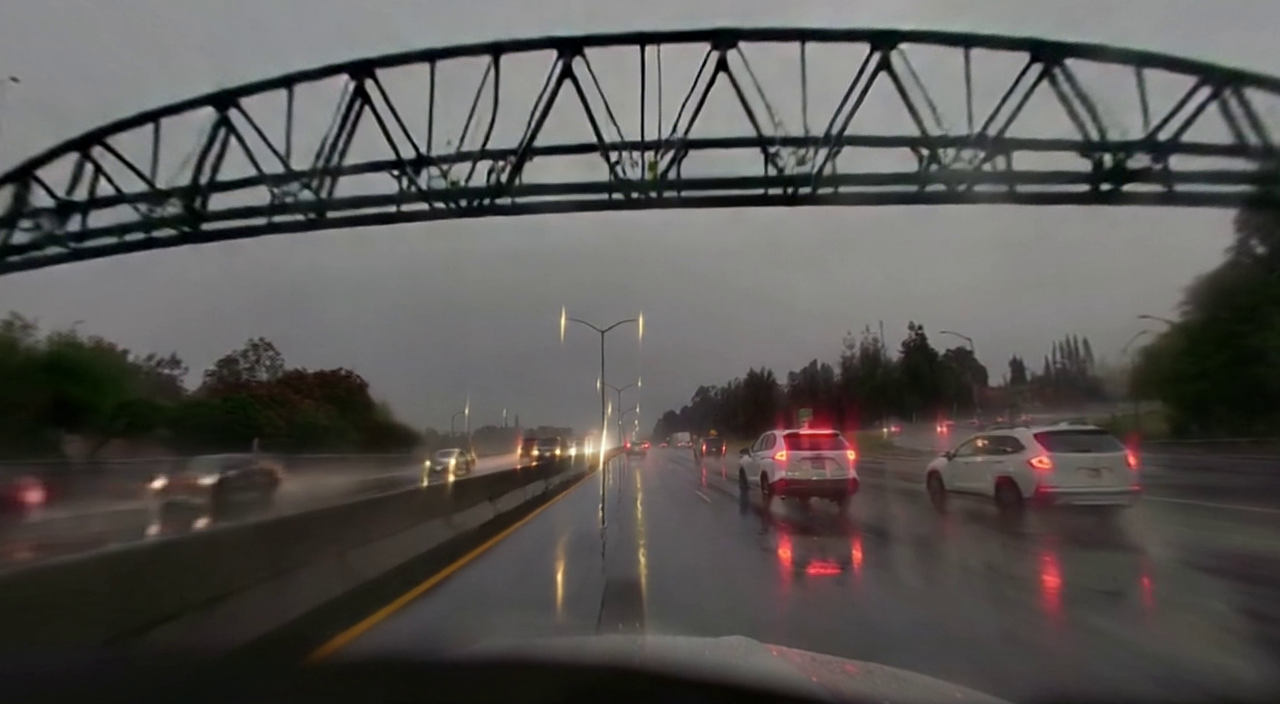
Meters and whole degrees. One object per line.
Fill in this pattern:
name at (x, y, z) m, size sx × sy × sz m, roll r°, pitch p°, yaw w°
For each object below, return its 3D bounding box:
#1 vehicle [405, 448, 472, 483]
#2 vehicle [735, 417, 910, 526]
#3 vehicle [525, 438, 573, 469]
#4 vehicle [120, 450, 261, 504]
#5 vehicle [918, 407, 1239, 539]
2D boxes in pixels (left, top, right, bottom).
vehicle at (-9.343, 5.246, 29.546) m, size 1.922 × 1.523 × 3.645 m, roll 0°, pitch -8°, yaw 0°
vehicle at (3.218, 2.223, 12.237) m, size 2.059 × 1.711 × 4.302 m, roll 0°, pitch -8°, yaw -1°
vehicle at (-6.030, 6.827, 42.687) m, size 2.405 × 1.932 × 5.424 m, roll 0°, pitch -9°, yaw 0°
vehicle at (-16.068, 4.451, 22.942) m, size 1.892 × 1.693 × 4.393 m, roll 0°, pitch -8°, yaw 0°
vehicle at (7.133, 2.027, 11.205) m, size 2.040 × 1.801 × 4.959 m, roll 0°, pitch -9°, yaw -1°
